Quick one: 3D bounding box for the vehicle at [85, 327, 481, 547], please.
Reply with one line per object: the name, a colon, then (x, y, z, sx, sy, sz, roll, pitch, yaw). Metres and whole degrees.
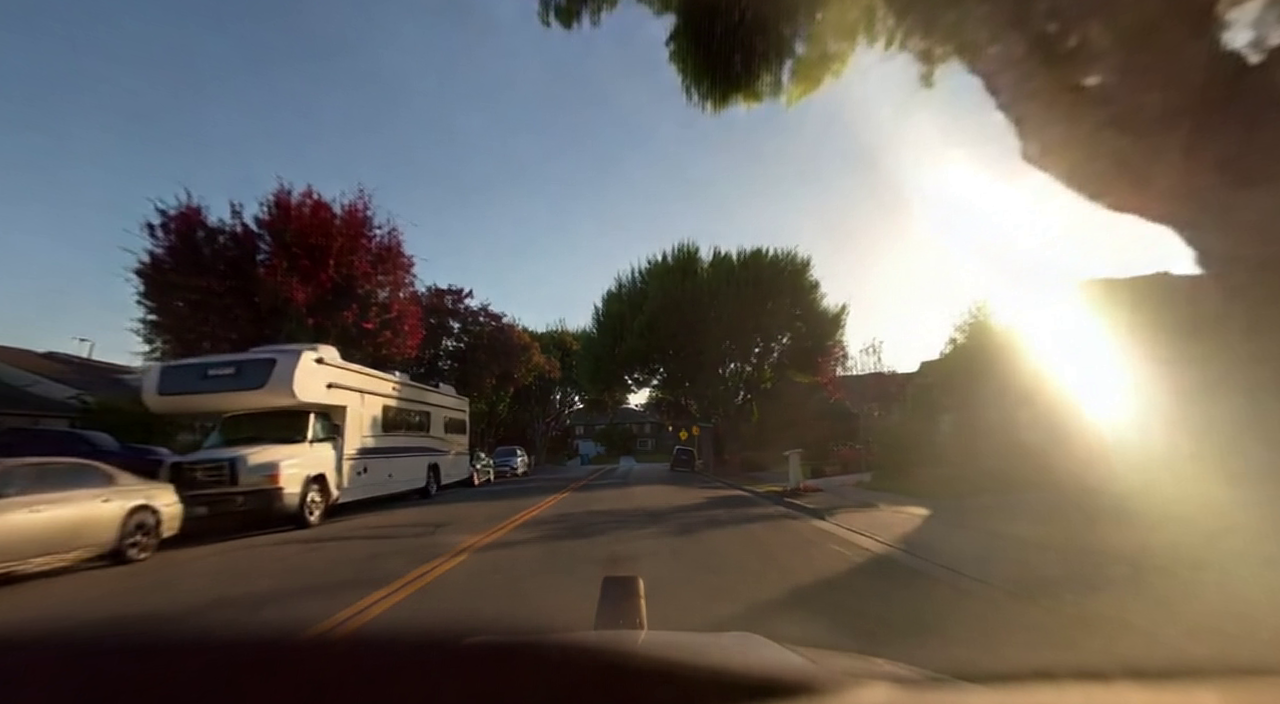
vehicle: (-7.114, 2.314, 15.963, 3.103, 3.479, 11.801, 0, -10, 0)

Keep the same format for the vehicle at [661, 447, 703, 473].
vehicle: (2.554, 6.713, 39.511, 2.167, 1.479, 4.597, 0, -8, -2)

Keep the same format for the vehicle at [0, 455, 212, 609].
vehicle: (-7.236, 1.892, 6.915, 1.932, 1.438, 4.552, 0, -8, 0)
